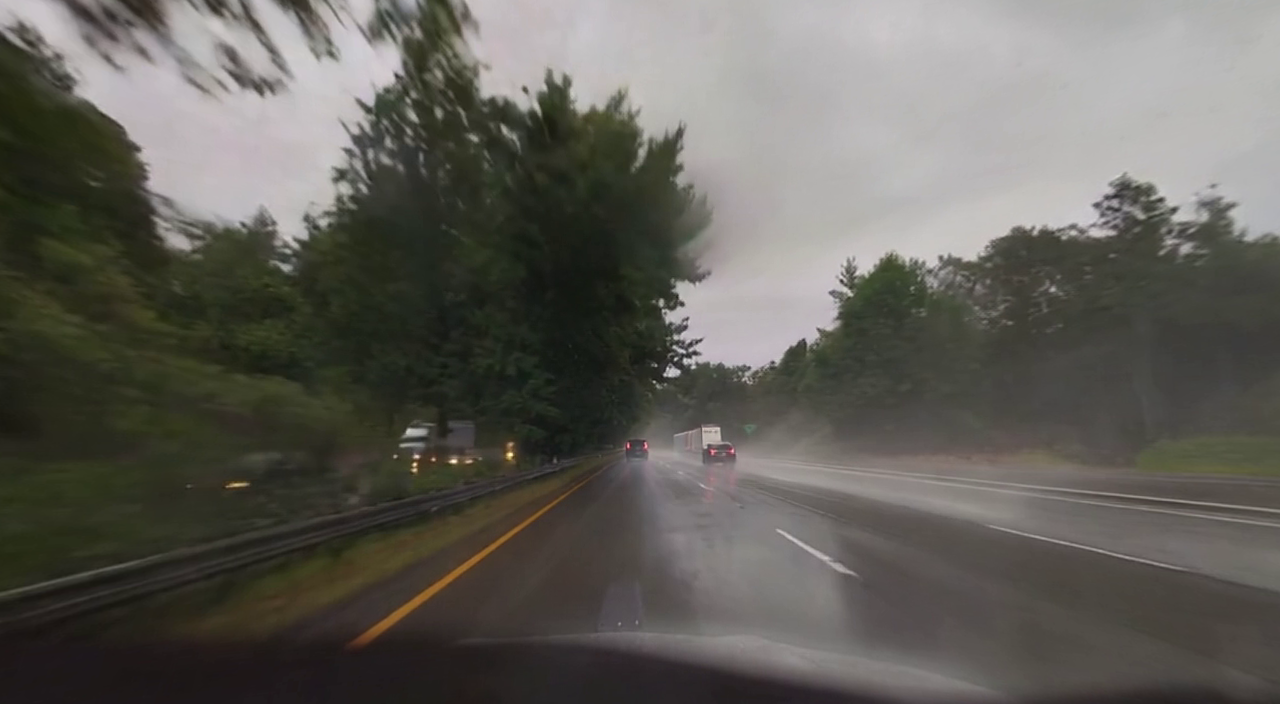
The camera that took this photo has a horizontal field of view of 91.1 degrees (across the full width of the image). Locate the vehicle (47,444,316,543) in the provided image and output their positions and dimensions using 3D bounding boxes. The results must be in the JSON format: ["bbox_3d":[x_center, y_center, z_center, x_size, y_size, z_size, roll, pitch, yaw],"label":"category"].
[{"bbox_3d":[-8.723,2.680,12.643,1.945,1.578,4.576,0,-9,0],"label":"vehicle"}]

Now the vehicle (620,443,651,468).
[{"bbox_3d":[-0.345,7.351,44.820,2.114,1.706,4.106,0,-9,-1],"label":"vehicle"}]

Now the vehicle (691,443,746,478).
[{"bbox_3d":[3.704,5.220,30.424,2.025,1.534,4.179,0,-9,-1],"label":"vehicle"}]

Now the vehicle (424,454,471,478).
[{"bbox_3d":[-12.573,7.452,41.267,1.827,1.492,3.878,0,-9,0],"label":"vehicle"}]
